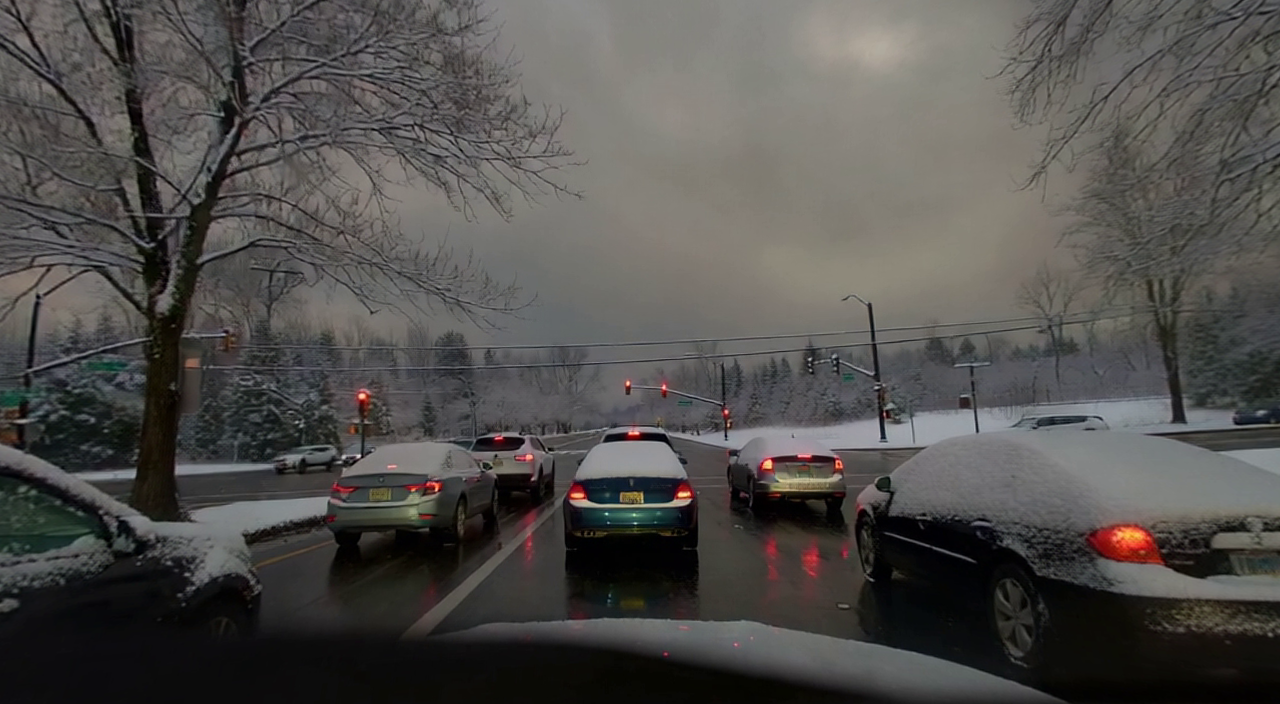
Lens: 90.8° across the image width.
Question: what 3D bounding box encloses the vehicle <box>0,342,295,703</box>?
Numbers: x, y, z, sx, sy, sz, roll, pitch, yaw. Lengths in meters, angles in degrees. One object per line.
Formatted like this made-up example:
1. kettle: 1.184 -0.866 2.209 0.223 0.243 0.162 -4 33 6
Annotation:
1. vehicle: -3.655 0.843 2.536 2.047 1.764 4.369 0 -8 0

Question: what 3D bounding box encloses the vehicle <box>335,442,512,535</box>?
1. vehicle: -3.912 2.501 12.333 1.919 1.459 4.371 0 -8 0

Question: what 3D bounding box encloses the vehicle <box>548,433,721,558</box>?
1. vehicle: -0.076 2.006 9.586 2.061 1.470 3.970 0 -8 0

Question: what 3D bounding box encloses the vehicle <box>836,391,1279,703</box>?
1. vehicle: 3.393 1.306 5.421 1.933 1.564 4.600 0 -8 0

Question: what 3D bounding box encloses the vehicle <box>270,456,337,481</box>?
1. vehicle: -22.503 7.752 42.208 4.368 1.469 1.761 -5 -9 28

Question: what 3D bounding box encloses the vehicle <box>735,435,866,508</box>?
1. vehicle: 3.642 2.781 15.250 1.922 1.472 4.440 0 -8 -1
